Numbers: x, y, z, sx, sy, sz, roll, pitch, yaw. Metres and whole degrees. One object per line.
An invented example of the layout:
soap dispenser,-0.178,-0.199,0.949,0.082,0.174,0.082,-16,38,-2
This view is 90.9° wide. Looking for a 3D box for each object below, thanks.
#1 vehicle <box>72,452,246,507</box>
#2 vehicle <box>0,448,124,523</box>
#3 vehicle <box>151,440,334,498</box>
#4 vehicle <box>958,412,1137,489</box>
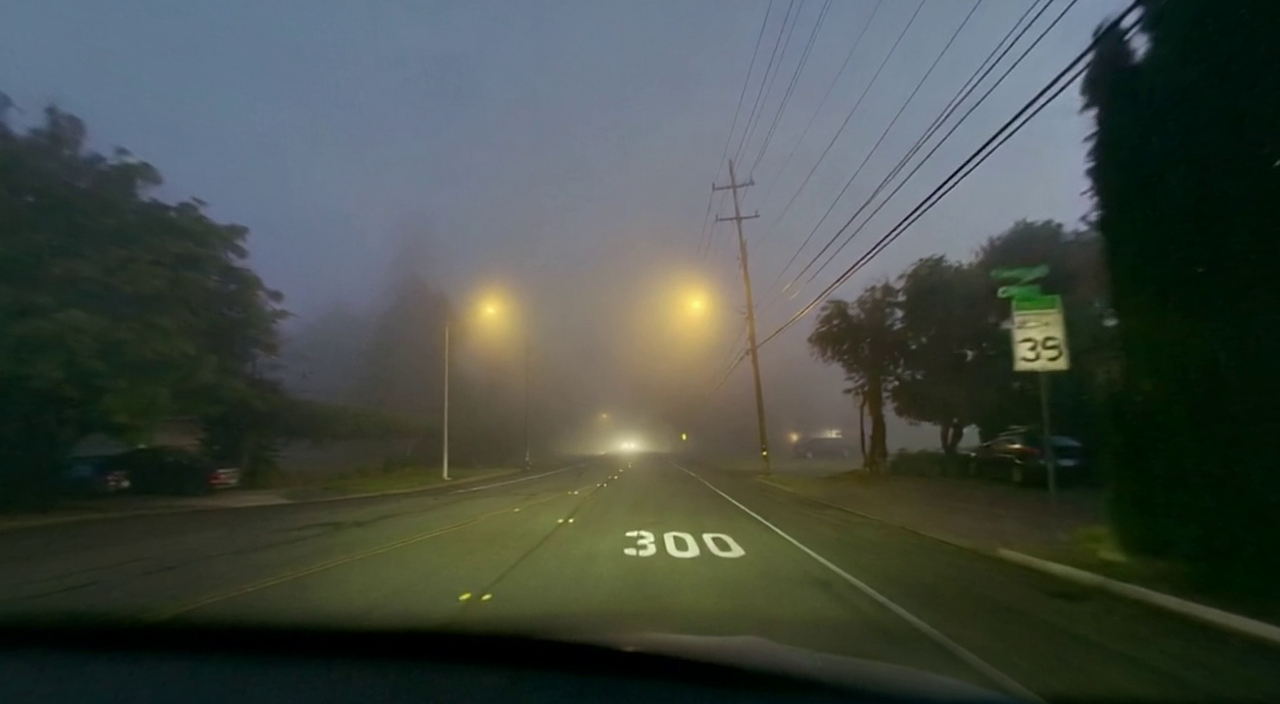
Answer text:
vehicle,-14.918,3.897,19.629,4.195,1.497,2.291,-3,-10,20
vehicle,-15.910,3.385,16.536,4.191,1.594,2.309,-4,-9,31
vehicle,-14.008,4.063,22.336,5.038,1.774,2.764,-2,-8,18
vehicle,11.585,2.900,18.538,1.965,1.680,5.338,-8,-10,5
